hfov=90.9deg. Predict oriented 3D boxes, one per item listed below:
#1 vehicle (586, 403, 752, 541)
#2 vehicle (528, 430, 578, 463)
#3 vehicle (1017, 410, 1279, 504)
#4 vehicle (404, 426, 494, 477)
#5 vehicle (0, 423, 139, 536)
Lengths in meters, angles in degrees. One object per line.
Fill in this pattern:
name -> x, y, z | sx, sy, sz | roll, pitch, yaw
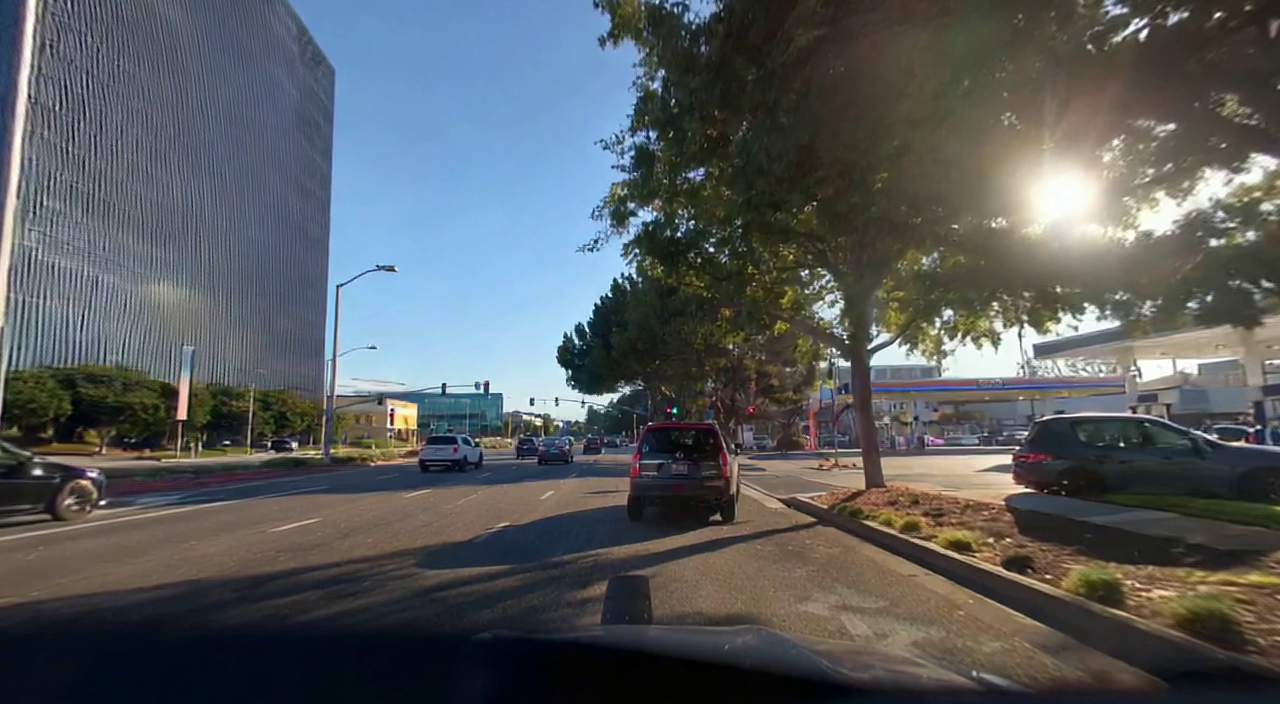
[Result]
vehicle -> 0.701, 1.896, 10.561 | 2.169, 1.751, 4.613 | -1, -9, 8
vehicle -> -4.615, 5.116, 34.130 | 2.081, 1.698, 4.362 | 0, -8, -1
vehicle -> 10.257, 1.957, 11.665 | 5.052, 1.482, 2.266 | 1, -10, 3
vehicle -> -6.829, 3.626, 23.062 | 2.018, 1.658, 4.391 | 0, -8, -1
vehicle -> -9.841, 1.766, 8.706 | 1.965, 1.541, 4.718 | 0, -8, 0
